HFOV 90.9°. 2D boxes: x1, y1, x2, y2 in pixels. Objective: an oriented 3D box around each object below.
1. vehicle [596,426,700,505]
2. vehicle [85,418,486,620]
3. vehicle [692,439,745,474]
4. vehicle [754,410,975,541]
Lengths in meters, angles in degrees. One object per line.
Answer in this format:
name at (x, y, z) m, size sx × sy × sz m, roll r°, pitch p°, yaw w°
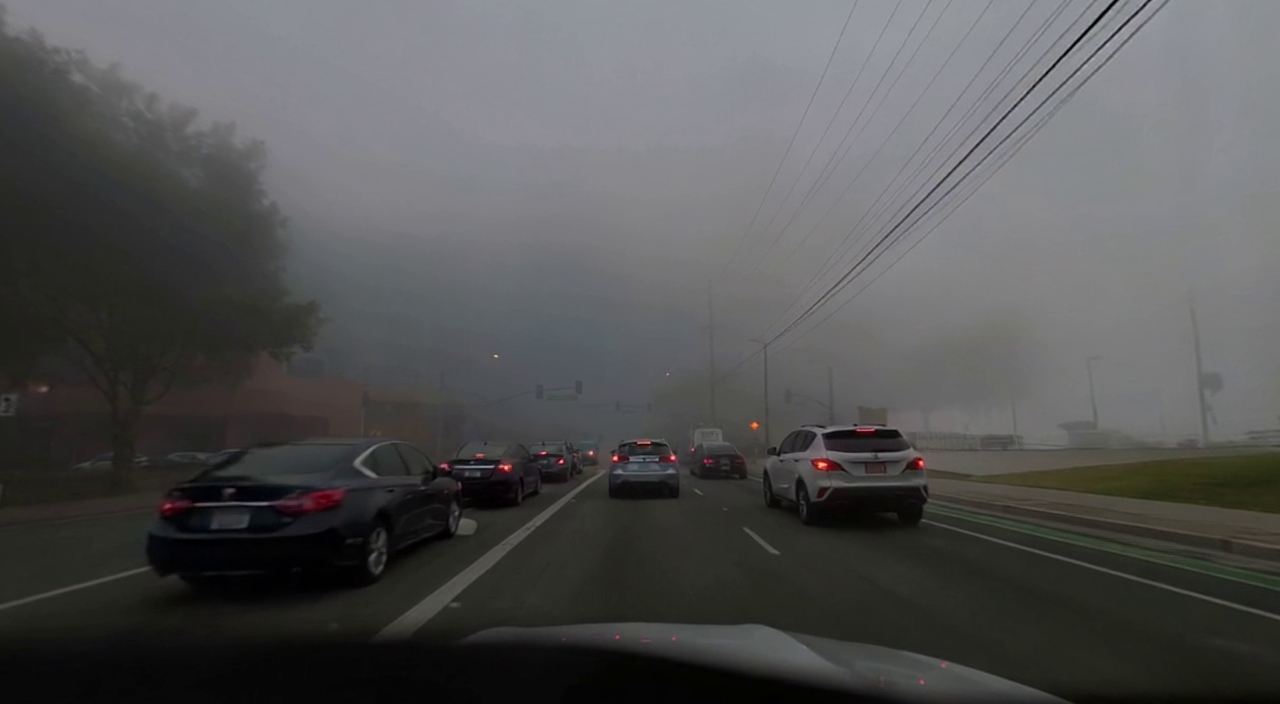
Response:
vehicle at (0.150, 2.706, 15.415) m, size 2.200 × 1.653 × 4.127 m, roll 0°, pitch -8°, yaw 0°
vehicle at (-3.221, 1.592, 7.099) m, size 2.104 × 1.488 × 4.546 m, roll 0°, pitch -8°, yaw -4°
vehicle at (3.644, 4.928, 29.974) m, size 1.880 × 1.503 × 4.130 m, roll 0°, pitch -8°, yaw -1°
vehicle at (3.399, 1.977, 10.688) m, size 2.024 × 1.711 × 4.512 m, roll 0°, pitch -8°, yaw 0°
